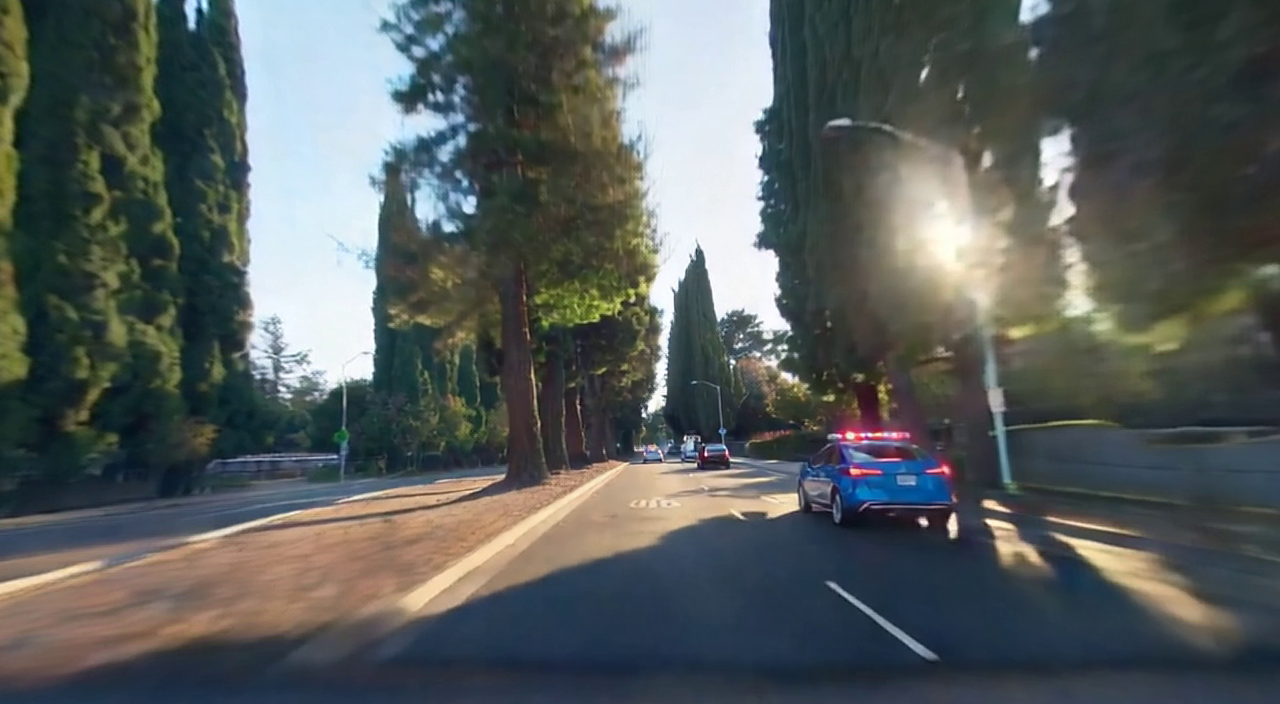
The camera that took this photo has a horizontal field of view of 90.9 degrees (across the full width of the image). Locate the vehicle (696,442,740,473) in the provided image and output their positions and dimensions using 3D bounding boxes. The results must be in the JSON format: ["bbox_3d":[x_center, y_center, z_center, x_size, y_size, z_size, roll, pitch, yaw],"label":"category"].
[{"bbox_3d":[4.561,6.224,37.405,2.110,1.666,3.912,0,-8,0],"label":"vehicle"}]

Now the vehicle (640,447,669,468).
[{"bbox_3d":[1.043,7.751,46.454,2.026,1.466,4.282,0,-8,1],"label":"vehicle"}]

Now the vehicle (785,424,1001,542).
[{"bbox_3d":[4.038,2.145,10.983,2.052,1.639,4.123,0,-8,0],"label":"vehicle"}]
